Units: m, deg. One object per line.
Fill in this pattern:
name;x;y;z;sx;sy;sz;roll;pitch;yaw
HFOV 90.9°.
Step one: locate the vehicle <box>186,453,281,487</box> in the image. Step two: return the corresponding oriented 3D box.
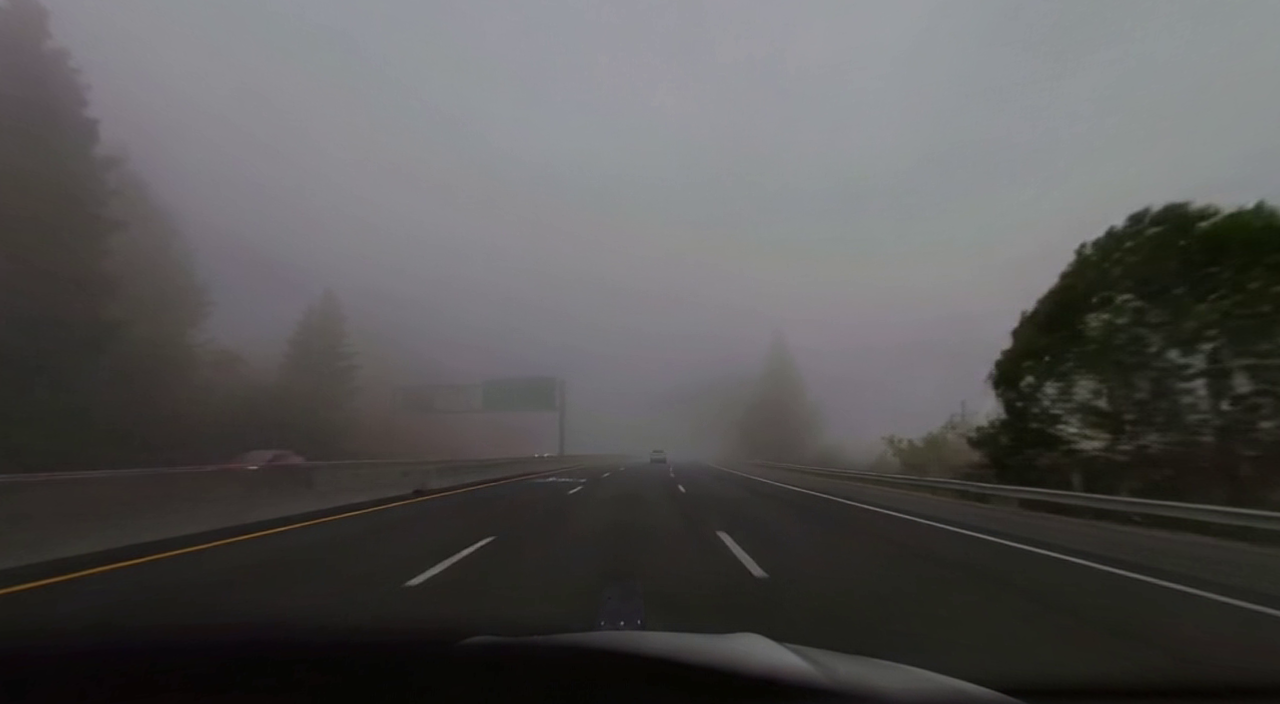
vehicle;-18.326;5.318;28.608;1.661;1.423;3.796;0;-9;2
